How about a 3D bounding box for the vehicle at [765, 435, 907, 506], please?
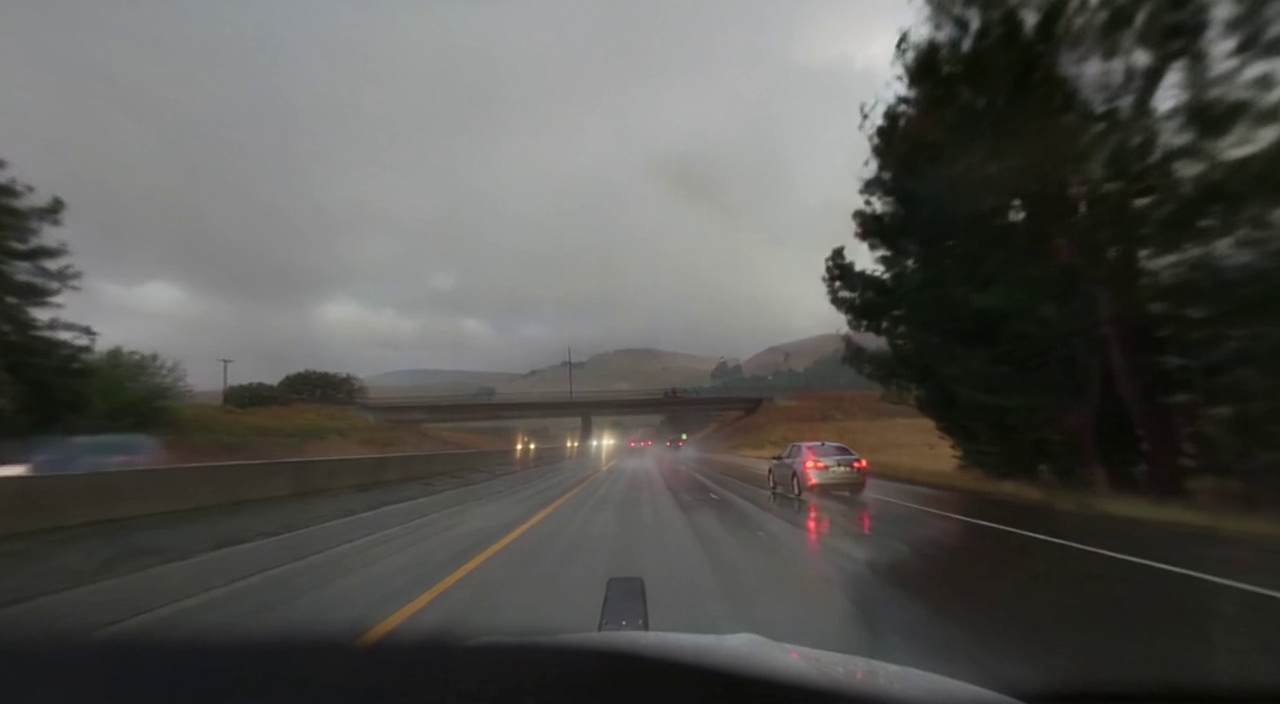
[{"bbox_3d":[4.641,2.873,15.826,2.027,1.487,4.718,0,-8,0],"label":"vehicle"}]
